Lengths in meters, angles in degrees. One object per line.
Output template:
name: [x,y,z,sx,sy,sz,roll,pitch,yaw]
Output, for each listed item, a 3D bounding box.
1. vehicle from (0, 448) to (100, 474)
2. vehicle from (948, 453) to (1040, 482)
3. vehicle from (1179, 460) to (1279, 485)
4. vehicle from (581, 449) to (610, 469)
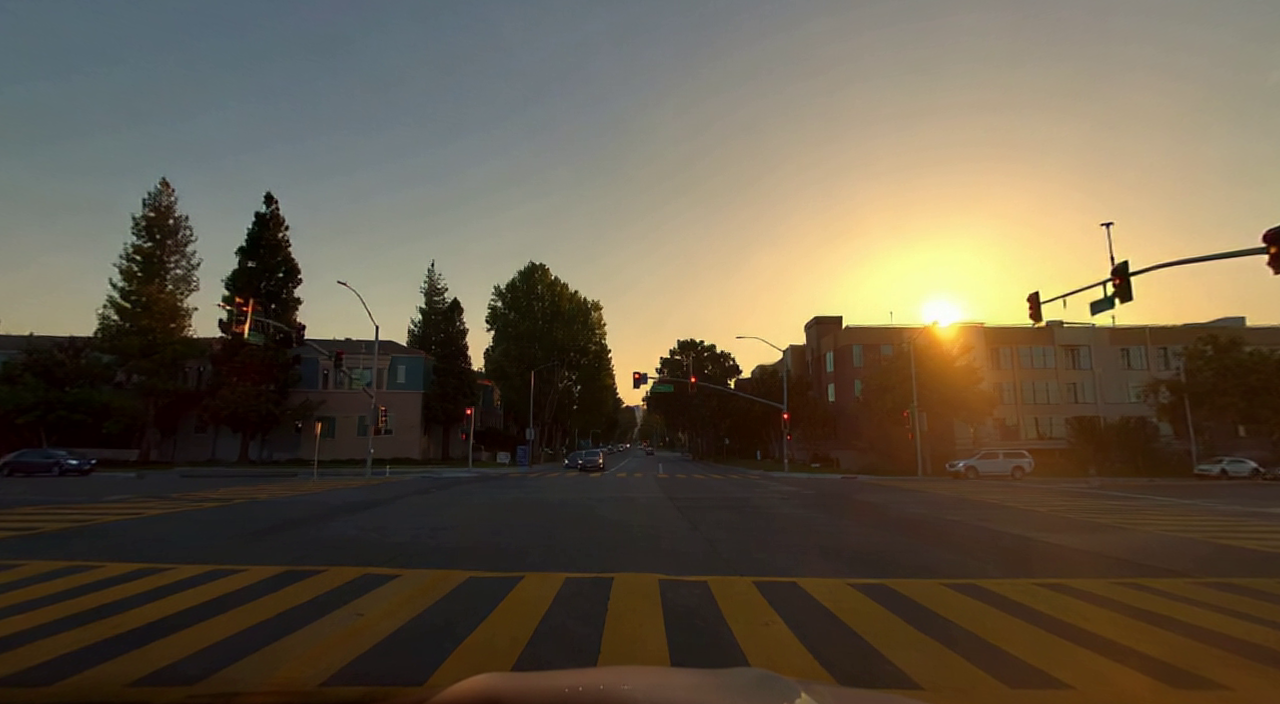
vehicle: [-35.143,6.421,37.180,4.741,1.447,1.807,0,-9,0]
vehicle: [21.093,6.876,37.598,4.447,1.623,1.801,0,-9,-3]
vehicle: [36.210,7.319,38.313,4.976,1.428,1.929,0,-9,-2]
vehicle: [-3.455,8.363,49.215,1.908,1.441,4.142,0,-8,1]
